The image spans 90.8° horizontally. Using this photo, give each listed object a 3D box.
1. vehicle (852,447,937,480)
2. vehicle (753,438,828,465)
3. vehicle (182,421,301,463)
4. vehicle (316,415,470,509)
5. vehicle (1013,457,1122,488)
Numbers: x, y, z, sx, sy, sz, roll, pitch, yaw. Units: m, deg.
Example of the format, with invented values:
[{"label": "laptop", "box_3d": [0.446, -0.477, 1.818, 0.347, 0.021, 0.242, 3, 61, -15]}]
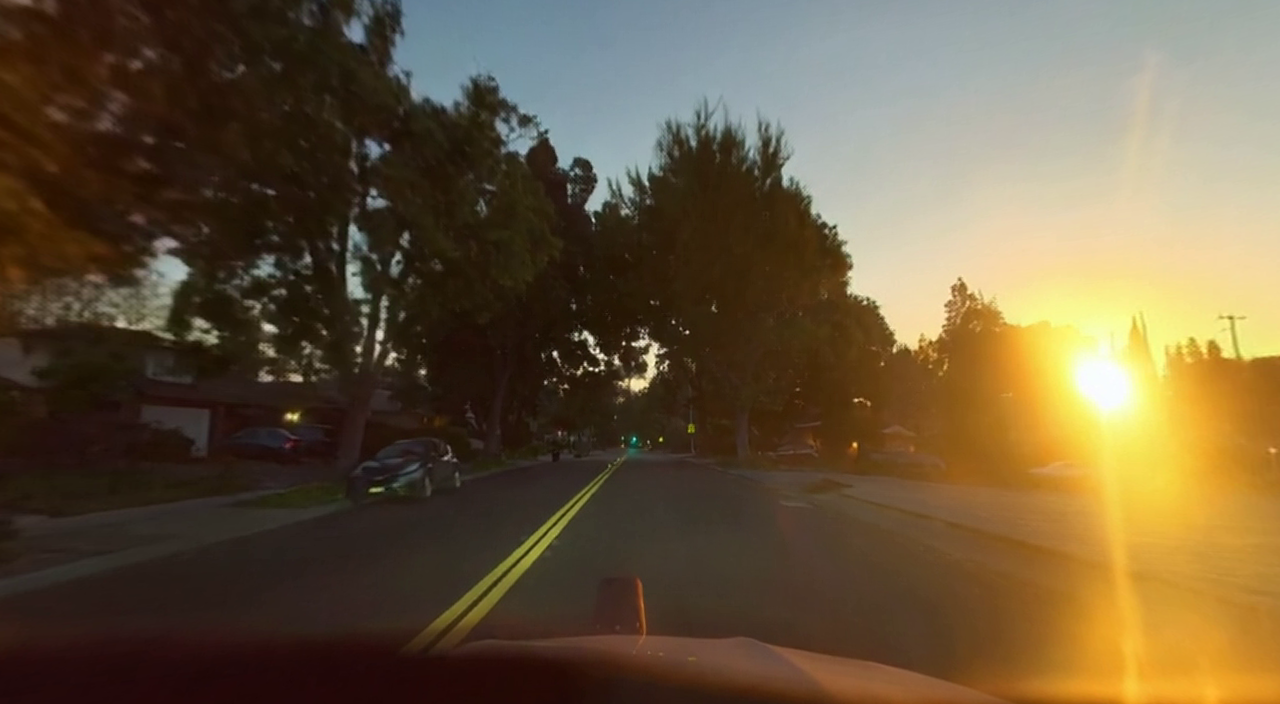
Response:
[{"label": "vehicle", "box_3d": [14.500, 6.310, 36.010, 4.231, 1.493, 1.941, -1, -8, 30]}, {"label": "vehicle", "box_3d": [10.934, 7.189, 45.804, 4.854, 1.771, 2.123, -4, -7, 28]}, {"label": "vehicle", "box_3d": [-17.184, 3.895, 27.204, 4.742, 1.495, 1.963, -7, -9, 23]}, {"label": "vehicle", "box_3d": [-5.910, 2.800, 15.710, 1.924, 1.765, 4.542, -7, -12, 0]}, {"label": "vehicle", "box_3d": [21.601, 6.115, 32.098, 4.337, 1.453, 1.814, -6, -10, 29]}]
